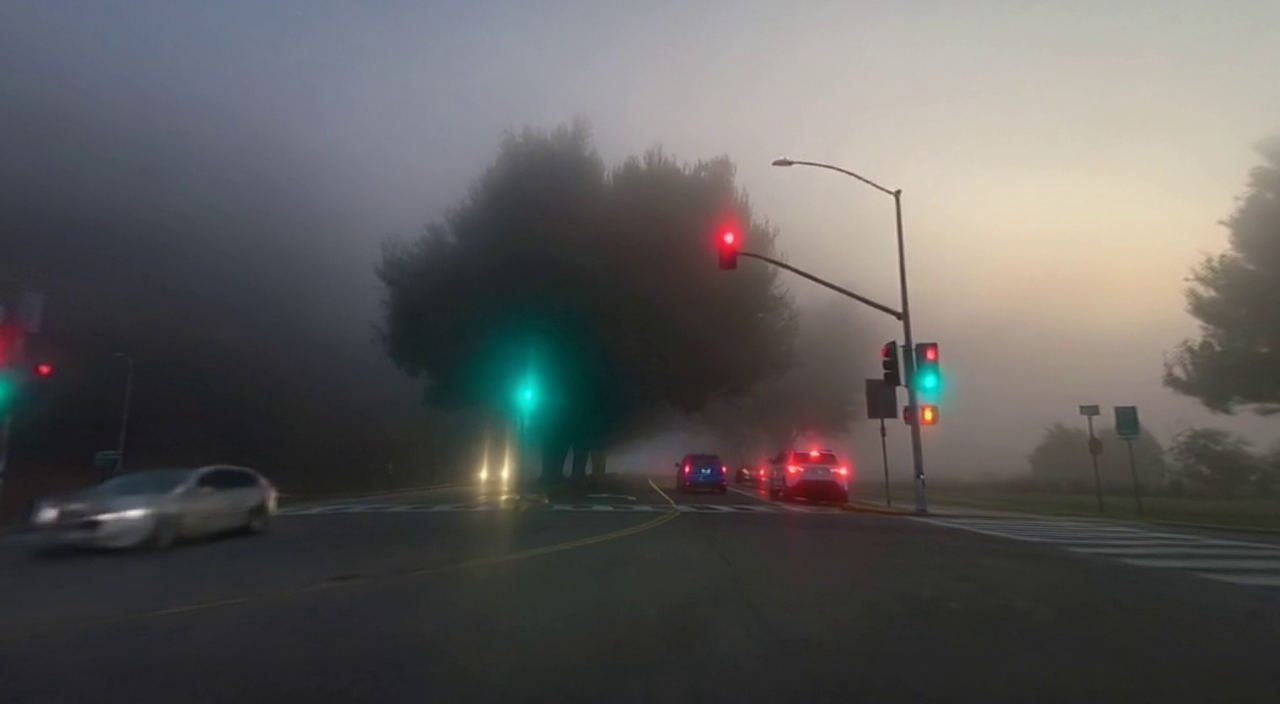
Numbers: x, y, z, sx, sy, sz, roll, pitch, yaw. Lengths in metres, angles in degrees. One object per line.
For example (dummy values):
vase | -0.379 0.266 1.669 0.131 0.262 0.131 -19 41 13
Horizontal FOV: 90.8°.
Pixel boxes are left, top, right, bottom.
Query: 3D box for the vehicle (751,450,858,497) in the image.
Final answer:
vehicle | 8.654 6.445 34.252 2.771 2.214 7.159 1 -9 -10

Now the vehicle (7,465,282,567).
vehicle | -8.688 2.863 11.661 1.818 1.397 4.026 0 -8 0

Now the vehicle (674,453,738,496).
vehicle | 2.755 5.269 27.642 2.140 1.655 4.786 0 -8 -2
